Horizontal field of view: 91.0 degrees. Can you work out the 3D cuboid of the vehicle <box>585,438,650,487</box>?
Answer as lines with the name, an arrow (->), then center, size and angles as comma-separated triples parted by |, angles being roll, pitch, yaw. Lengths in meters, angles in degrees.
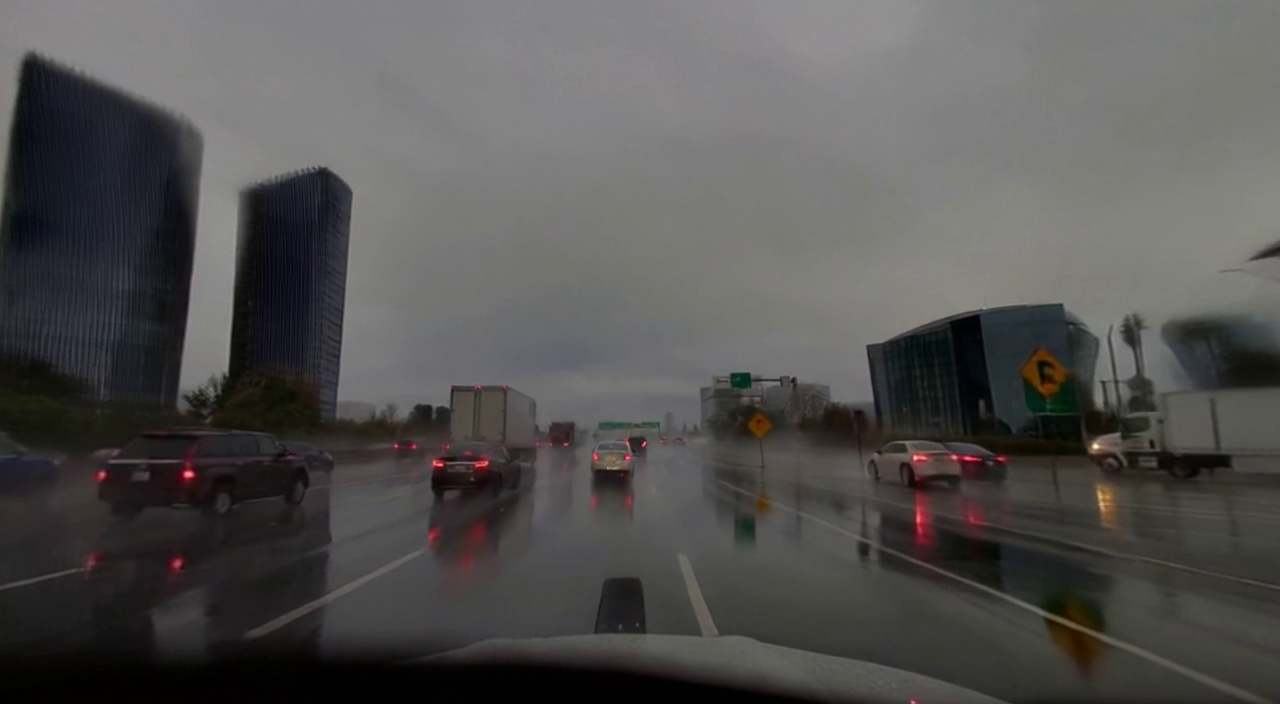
vehicle -> -0.675, 3.654, 21.125 | 1.991, 1.488, 3.922 | 0, -9, 0

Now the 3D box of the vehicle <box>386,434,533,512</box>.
vehicle -> -3.900, 2.692, 14.479 | 2.016, 1.497, 4.235 | 0, -9, 2

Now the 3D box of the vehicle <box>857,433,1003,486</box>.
vehicle -> 11.983, 4.471, 26.612 | 2.415, 1.972, 5.572 | 3, -9, -18

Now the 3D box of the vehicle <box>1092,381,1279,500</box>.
vehicle -> 21.925, 3.061, 21.725 | 3.015, 3.855, 9.519 | 7, -11, -39

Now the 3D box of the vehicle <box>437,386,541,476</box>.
vehicle -> -6.319, 3.581, 27.801 | 2.955, 3.359, 8.322 | 1, -9, -3

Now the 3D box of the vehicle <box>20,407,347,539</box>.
vehicle -> -7.536, 2.050, 11.275 | 2.190, 1.821, 4.800 | 0, -9, 0
